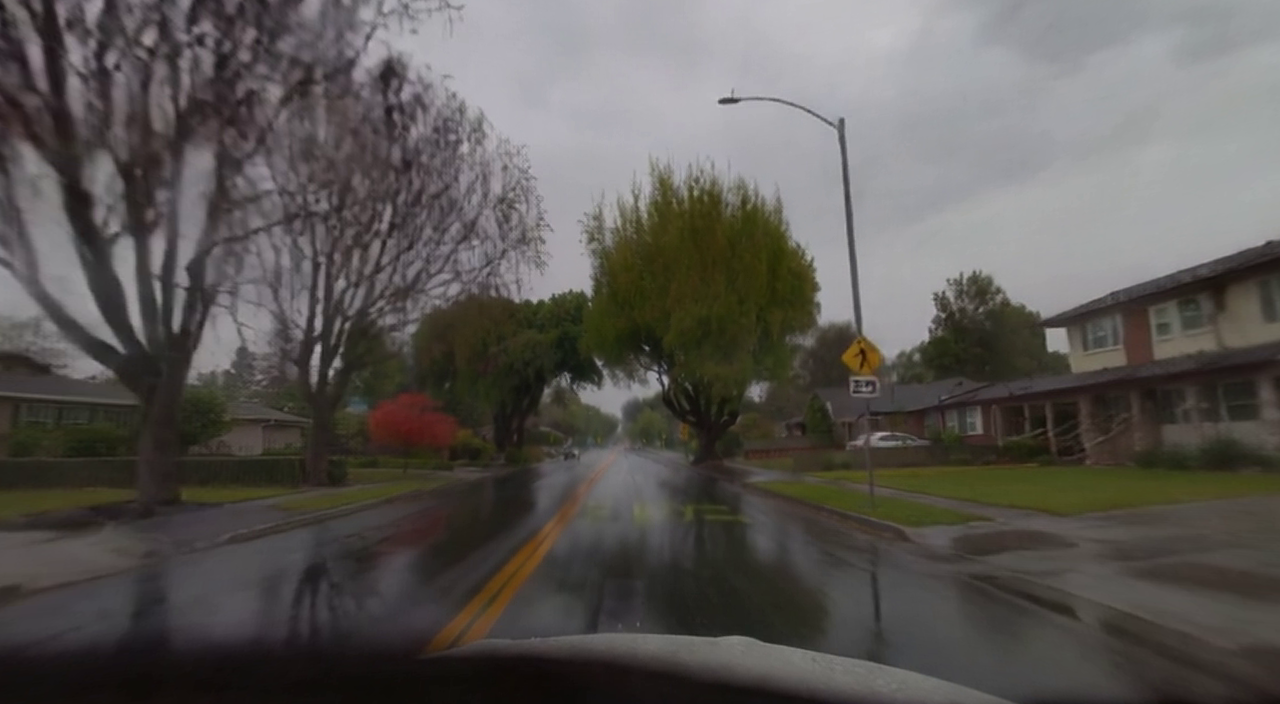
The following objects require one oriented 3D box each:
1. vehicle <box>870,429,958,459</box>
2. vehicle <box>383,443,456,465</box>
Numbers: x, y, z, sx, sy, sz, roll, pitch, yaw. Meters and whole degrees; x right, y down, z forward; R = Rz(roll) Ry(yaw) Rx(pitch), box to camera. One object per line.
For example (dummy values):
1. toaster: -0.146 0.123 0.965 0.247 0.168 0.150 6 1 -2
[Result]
1. vehicle: 15.993 5.383 37.006 4.198 1.697 1.984 1 -9 -5
2. vehicle: -15.264 7.108 43.918 4.388 1.449 1.882 0 -9 -2
